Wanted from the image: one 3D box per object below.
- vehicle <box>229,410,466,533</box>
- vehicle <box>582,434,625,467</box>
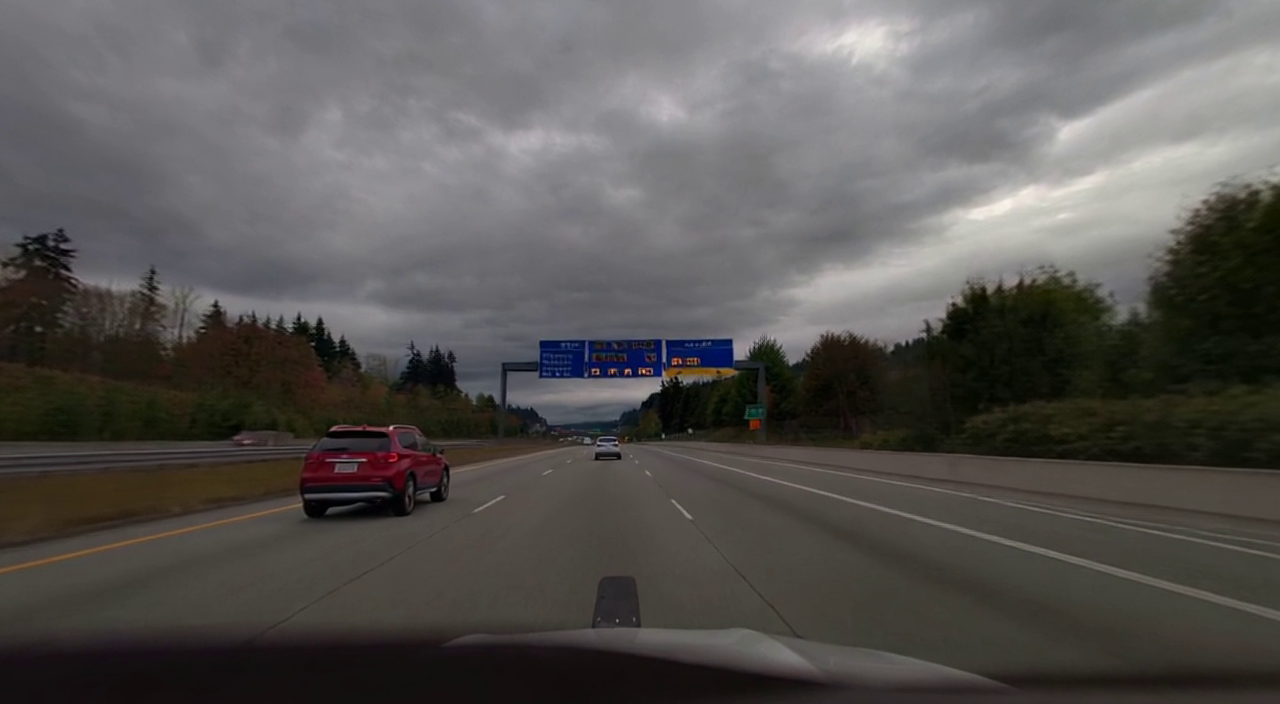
[{"bbox_3d":[-4.709,1.973,11.087,2.111,1.689,4.505,0,-8,-2],"label":"vehicle"},{"bbox_3d":[-1.767,4.837,31.113,2.010,1.534,4.013,0,-8,-2],"label":"vehicle"}]
